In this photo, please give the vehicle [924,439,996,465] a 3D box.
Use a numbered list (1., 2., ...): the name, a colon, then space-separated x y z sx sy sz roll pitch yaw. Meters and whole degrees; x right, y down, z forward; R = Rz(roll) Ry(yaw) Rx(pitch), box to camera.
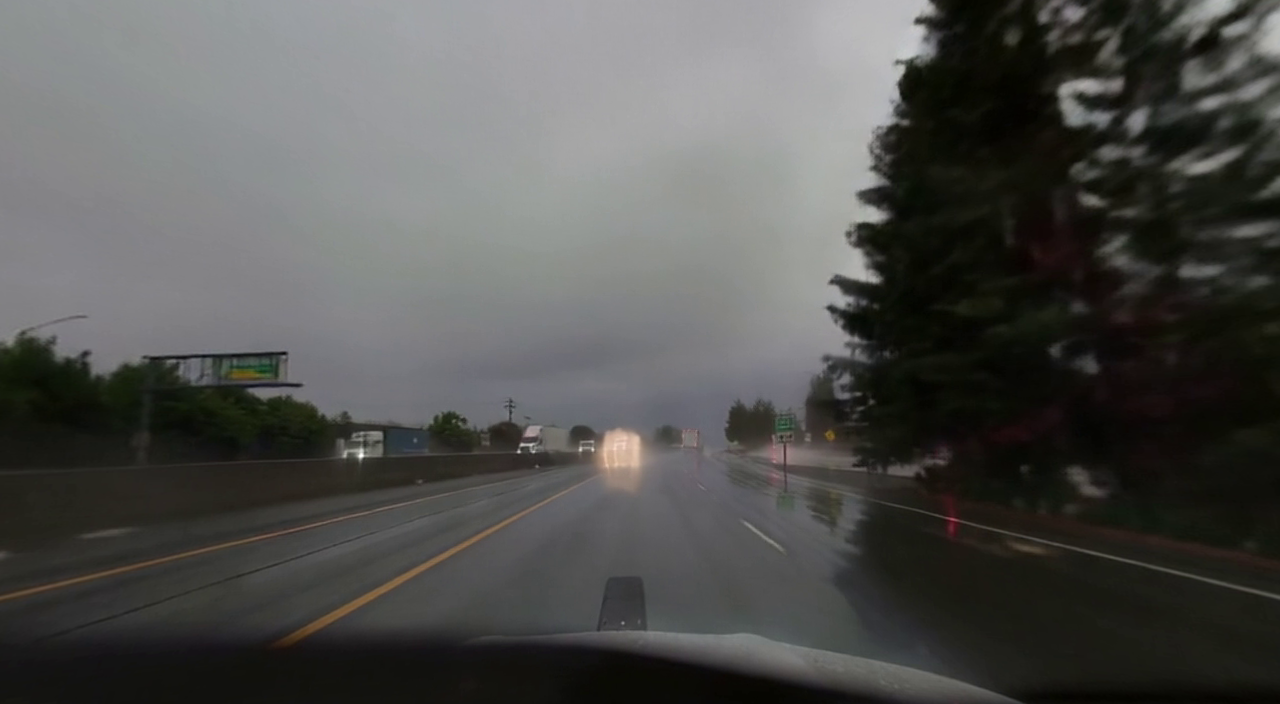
1. vehicle: 23.426 7.339 46.313 2.061 1.776 4.476 3 -9 -19
